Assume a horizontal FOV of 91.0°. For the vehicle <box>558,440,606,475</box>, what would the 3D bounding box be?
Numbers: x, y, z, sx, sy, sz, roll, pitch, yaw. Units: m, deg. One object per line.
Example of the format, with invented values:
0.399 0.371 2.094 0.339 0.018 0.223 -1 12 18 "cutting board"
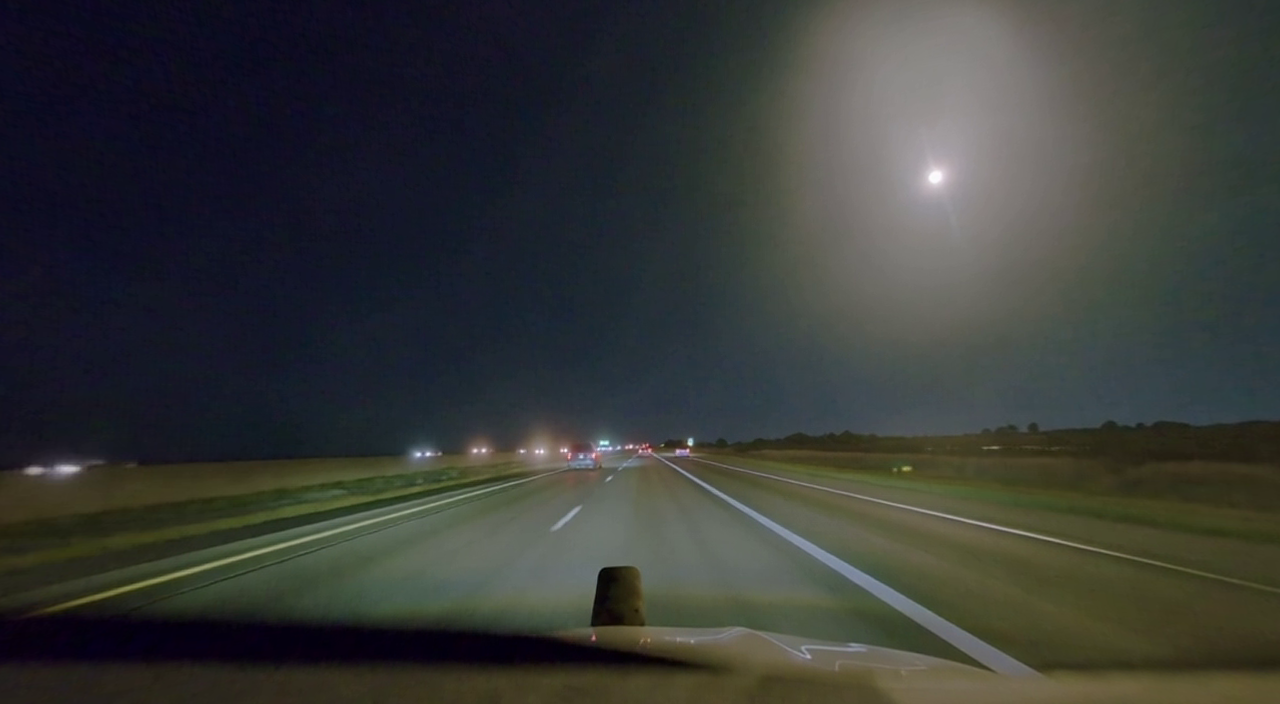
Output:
-3.019 5.564 33.513 2.070 1.707 4.309 0 -9 1 "vehicle"
